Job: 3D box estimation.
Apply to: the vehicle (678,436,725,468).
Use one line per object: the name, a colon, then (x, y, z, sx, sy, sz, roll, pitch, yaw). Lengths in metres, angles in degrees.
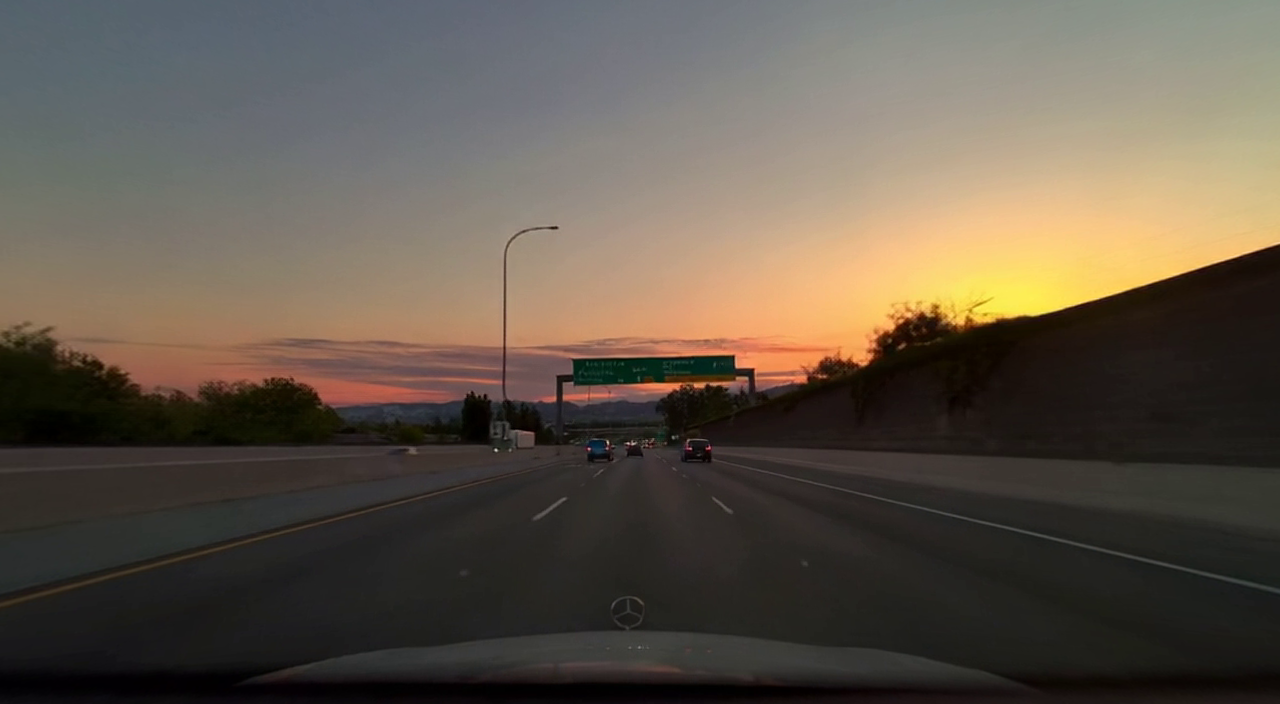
vehicle: (3.349, 5.576, 35.064, 2.202, 1.682, 4.188, 0, -8, 0)

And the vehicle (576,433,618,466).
vehicle: (-2.763, 6.375, 41.206, 2.291, 2.052, 4.887, 0, -8, 2)
